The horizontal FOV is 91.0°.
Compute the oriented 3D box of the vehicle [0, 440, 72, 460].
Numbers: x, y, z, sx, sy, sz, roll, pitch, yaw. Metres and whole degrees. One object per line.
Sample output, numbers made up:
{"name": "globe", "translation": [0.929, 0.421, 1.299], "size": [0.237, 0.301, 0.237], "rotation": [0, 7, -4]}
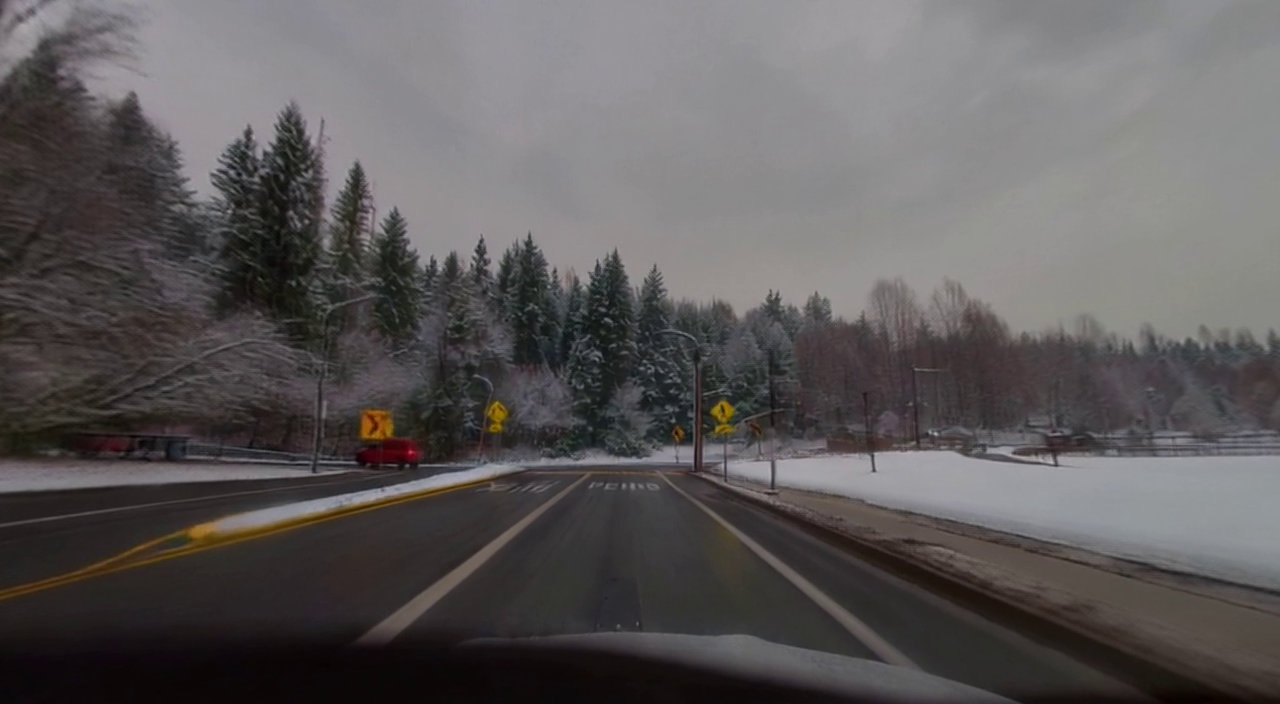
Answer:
{"name": "vehicle", "translation": [-44.217, 7.157, 46.113], "size": [1.778, 1.419, 3.660], "rotation": [0, -8, 0]}

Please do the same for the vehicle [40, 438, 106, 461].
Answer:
{"name": "vehicle", "translation": [-41.771, 7.184, 46.459], "size": [1.705, 1.596, 3.596], "rotation": [0, -8, -5]}

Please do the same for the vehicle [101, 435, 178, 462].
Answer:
{"name": "vehicle", "translation": [-36.778, 7.089, 46.417], "size": [1.951, 1.843, 4.498], "rotation": [0, -8, 0]}

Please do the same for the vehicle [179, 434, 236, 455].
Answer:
{"name": "vehicle", "translation": [-31.607, 6.753, 46.087], "size": [1.561, 1.438, 3.699], "rotation": [-1, -9, 0]}

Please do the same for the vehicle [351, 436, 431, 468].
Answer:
{"name": "vehicle", "translation": [-16.271, 6.506, 41.169], "size": [4.529, 1.976, 2.002], "rotation": [5, -10, -30]}

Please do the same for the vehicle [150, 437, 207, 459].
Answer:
{"name": "vehicle", "translation": [-34.182, 7.115, 46.674], "size": [1.601, 1.494, 3.449], "rotation": [0, -8, 0]}
